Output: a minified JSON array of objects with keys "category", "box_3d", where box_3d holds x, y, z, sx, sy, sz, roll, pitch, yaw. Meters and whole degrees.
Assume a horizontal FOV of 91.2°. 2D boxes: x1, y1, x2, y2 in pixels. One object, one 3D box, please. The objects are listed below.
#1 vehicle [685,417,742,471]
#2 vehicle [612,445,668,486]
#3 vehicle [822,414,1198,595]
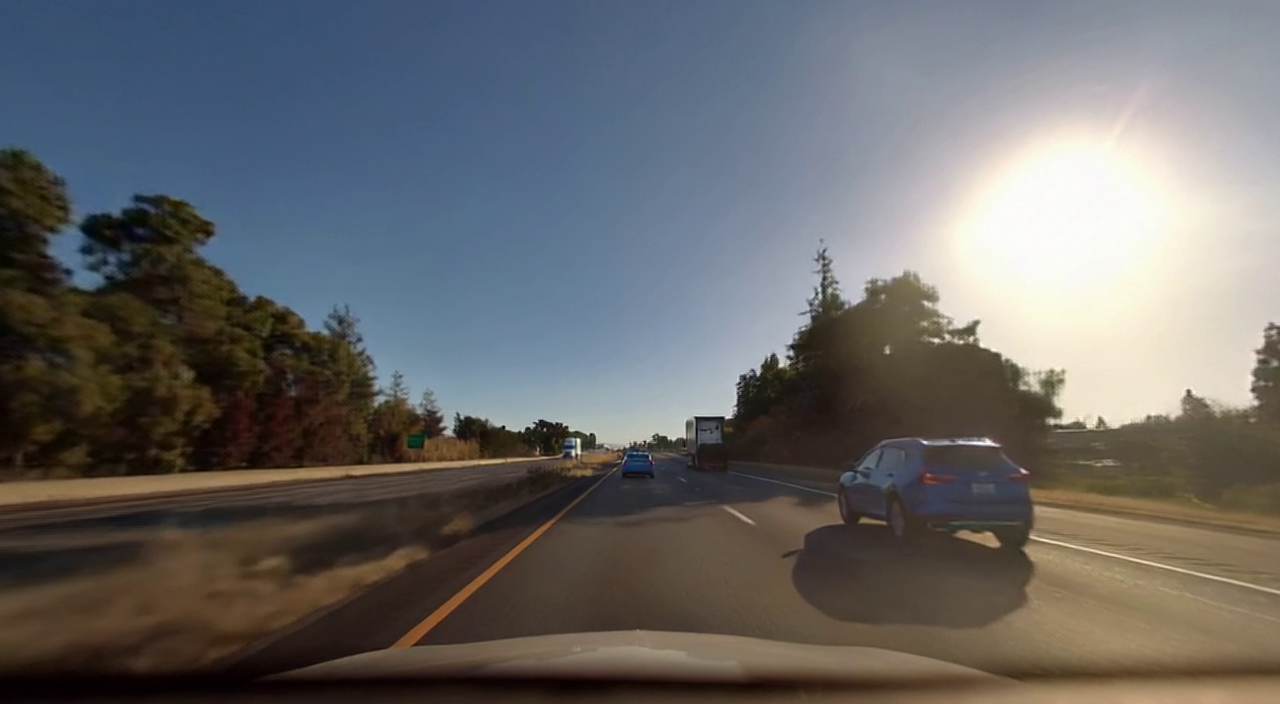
[{"category":"vehicle","box_3d":[4.683,6.116,41.481,2.791,3.201,7.145,0,-9,0]},{"category":"vehicle","box_3d":[-0.006,4.508,25.247,2.066,1.490,3.759,0,-9,0]},{"category":"vehicle","box_3d":[3.826,1.640,7.558,1.953,1.540,4.101,0,-9,-1]}]
